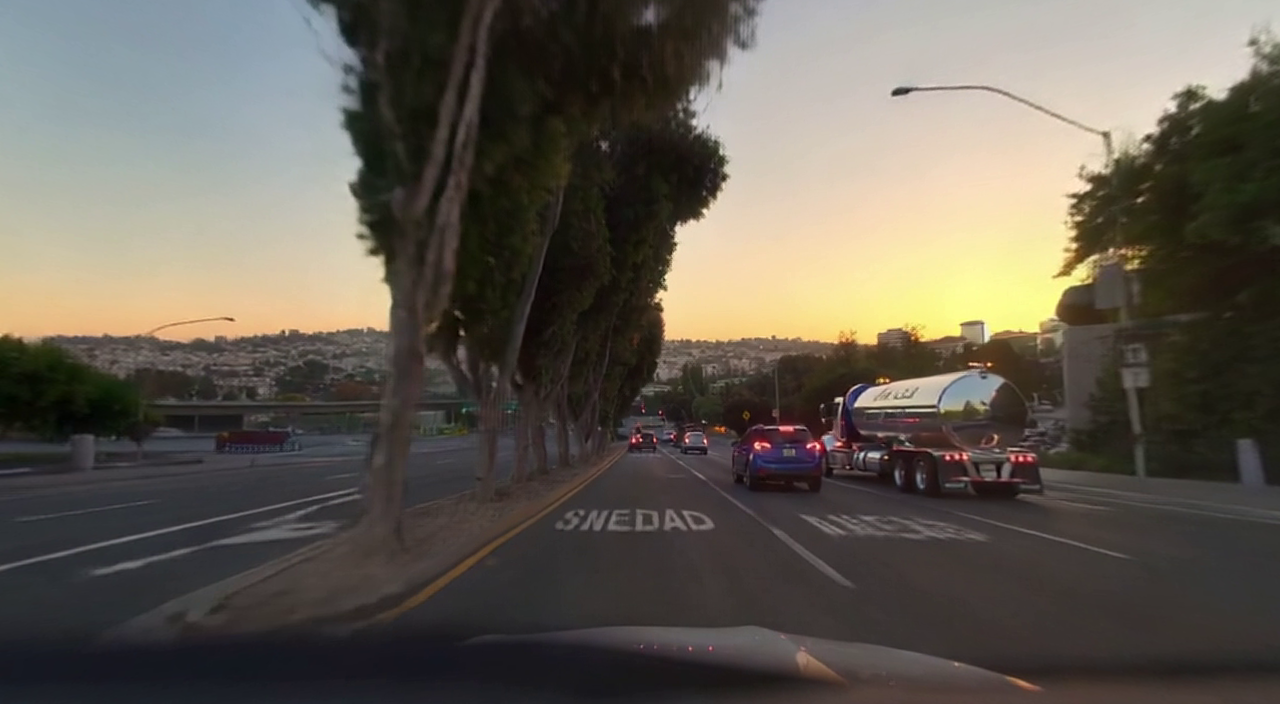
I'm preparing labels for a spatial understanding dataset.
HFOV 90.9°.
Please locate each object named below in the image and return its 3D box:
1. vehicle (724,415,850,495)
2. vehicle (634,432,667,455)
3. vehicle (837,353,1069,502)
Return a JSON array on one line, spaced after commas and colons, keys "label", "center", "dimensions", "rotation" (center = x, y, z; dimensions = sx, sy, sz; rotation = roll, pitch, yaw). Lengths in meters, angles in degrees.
[{"label": "vehicle", "center": [3.518, 2.587, 16.075], "dimensions": [2.045, 1.729, 4.532], "rotation": [0, -8, -1]}, {"label": "vehicle", "center": [0.656, 6.314, 43.349], "dimensions": [2.148, 1.488, 4.002], "rotation": [0, -8, 0]}, {"label": "vehicle", "center": [7.765, 2.071, 16.861], "dimensions": [2.849, 3.207, 6.275], "rotation": [0, -8, 0]}]
